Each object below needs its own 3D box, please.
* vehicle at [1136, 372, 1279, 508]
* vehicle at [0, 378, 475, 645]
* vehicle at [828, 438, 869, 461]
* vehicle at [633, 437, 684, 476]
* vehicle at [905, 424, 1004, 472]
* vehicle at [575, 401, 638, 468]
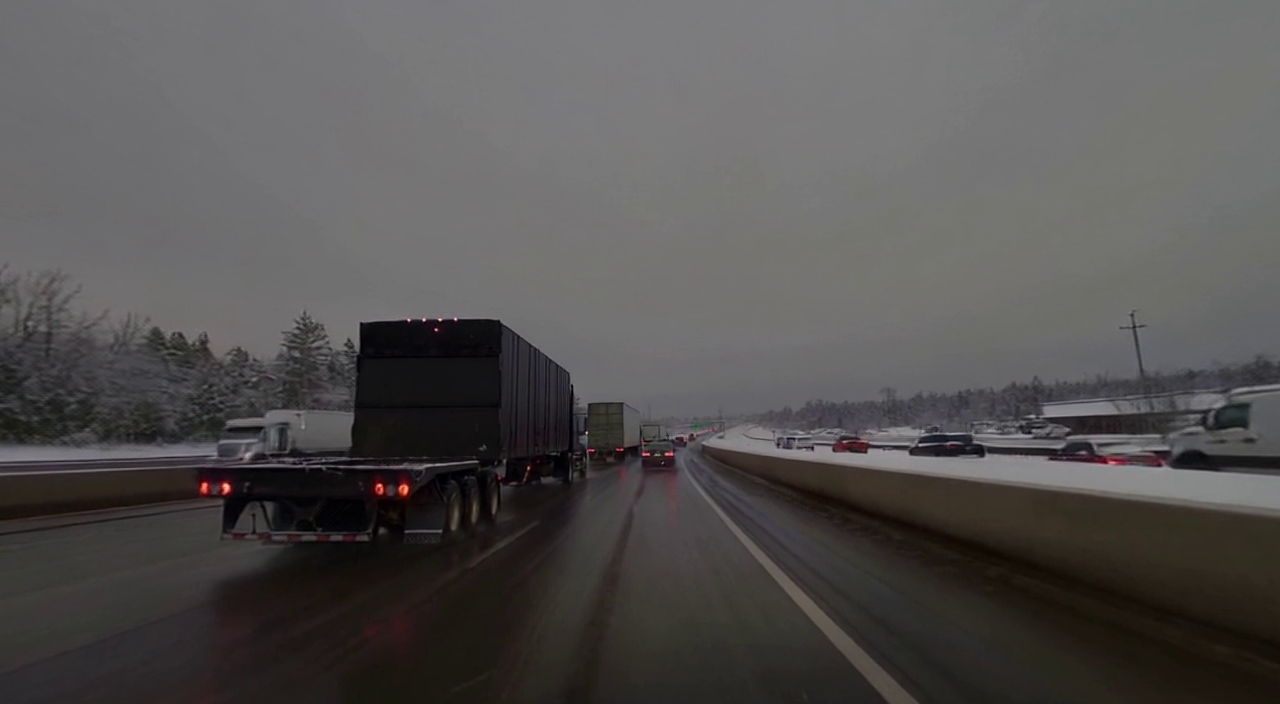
[{"bbox_3d":[13.746,1.696,12.139,2.679,2.597,7.126,-1,-9,2],"label":"vehicle"},{"bbox_3d":[-3.489,1.309,6.018,2.896,1.779,3.441,0,-8,-1],"label":"vehicle"},{"bbox_3d":[16.194,7.607,49.116,2.022,1.675,4.792,-1,-9,6],"label":"vehicle"},{"bbox_3d":[0.864,4.785,29.024,2.178,1.640,4.071,-1,-9,3],"label":"vehicle"},{"bbox_3d":[14.905,4.617,30.300,2.186,2.074,5.586,-1,-9,4],"label":"vehicle"},{"bbox_3d":[-1.955,5.535,41.562,3.073,3.894,9.782,-1,-9,3],"label":"vehicle"}]
